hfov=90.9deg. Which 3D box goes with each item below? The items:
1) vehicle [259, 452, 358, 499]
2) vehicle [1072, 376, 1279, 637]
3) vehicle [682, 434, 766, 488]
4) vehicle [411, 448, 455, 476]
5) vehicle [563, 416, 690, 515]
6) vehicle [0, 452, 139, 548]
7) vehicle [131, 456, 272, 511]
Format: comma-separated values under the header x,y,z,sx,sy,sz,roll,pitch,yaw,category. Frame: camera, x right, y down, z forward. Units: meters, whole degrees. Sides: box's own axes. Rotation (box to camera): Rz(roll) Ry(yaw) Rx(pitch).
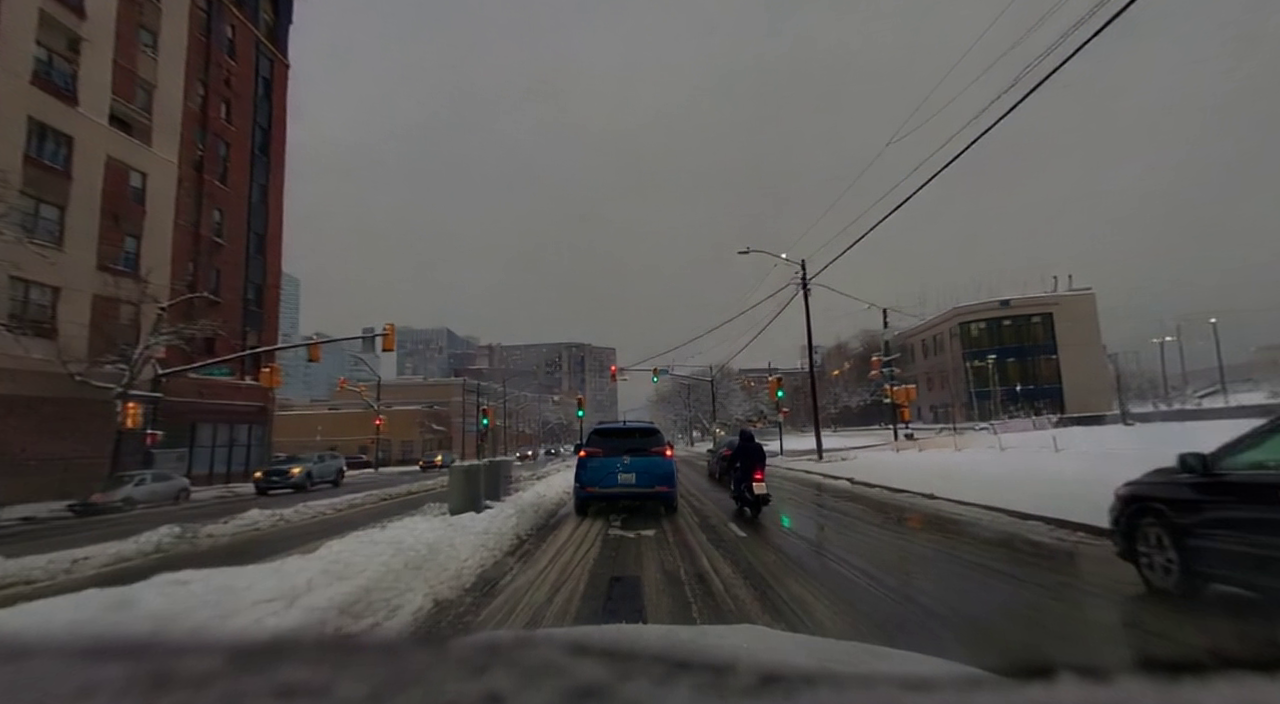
x,y,z,sx,sy,sz,roll,pitch,yaw,category
-14.000,5.202,26.998,1.926,1.732,4.635,0,-9,-3,vehicle
5.245,0.958,3.756,2.030,1.709,4.687,0,-9,1,vehicle
2.545,3.468,20.340,2.101,1.507,4.355,0,-9,0,vehicle
-14.518,7.720,44.567,1.871,1.786,4.386,0,-9,-4,vehicle
-0.233,2.356,13.426,2.265,1.748,4.130,0,-9,0,vehicle
-13.551,2.994,12.919,2.142,1.826,5.471,0,-9,-1,vehicle
-17.878,5.344,26.133,2.134,1.915,5.317,0,-9,-2,vehicle
